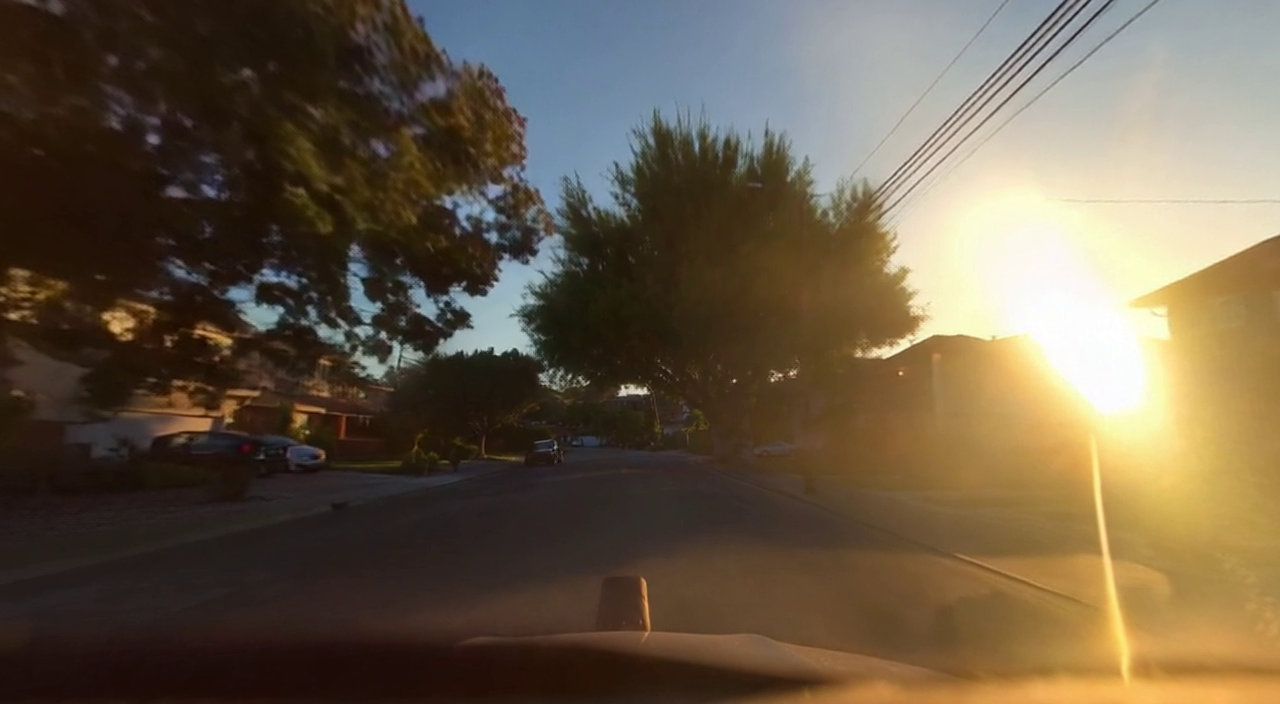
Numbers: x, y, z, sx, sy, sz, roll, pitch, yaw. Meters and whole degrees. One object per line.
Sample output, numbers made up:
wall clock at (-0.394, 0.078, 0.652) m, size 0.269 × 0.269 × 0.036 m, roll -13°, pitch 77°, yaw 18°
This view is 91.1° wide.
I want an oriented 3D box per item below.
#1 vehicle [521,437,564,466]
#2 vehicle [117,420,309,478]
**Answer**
vehicle at (-6.133, 6.308, 39.947) m, size 1.998 × 1.742 × 4.210 m, roll 0°, pitch -8°, yaw 1°
vehicle at (-14.478, 3.333, 21.585) m, size 4.928 × 1.844 × 2.163 m, roll 1°, pitch -8°, yaw -3°
